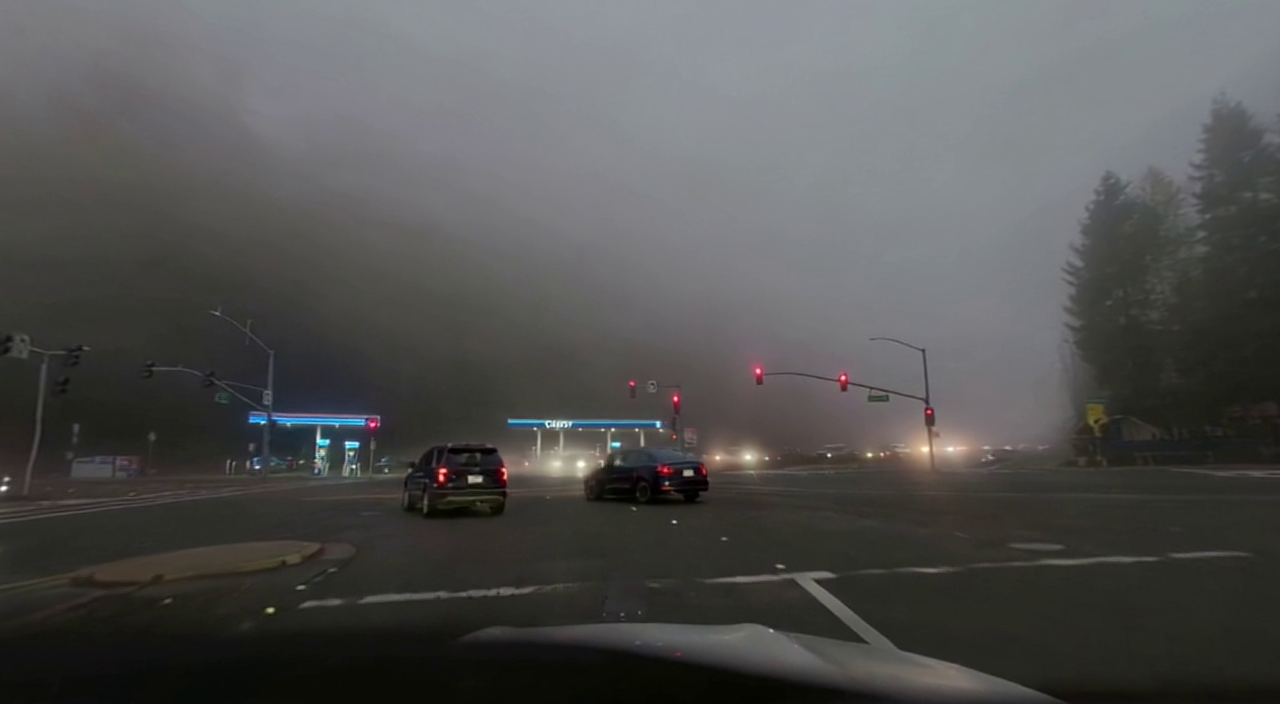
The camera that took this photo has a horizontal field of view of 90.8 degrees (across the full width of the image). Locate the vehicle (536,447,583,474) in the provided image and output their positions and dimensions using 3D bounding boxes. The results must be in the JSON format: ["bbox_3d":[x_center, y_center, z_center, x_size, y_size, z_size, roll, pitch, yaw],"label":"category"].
[{"bbox_3d":[-6.004,8.161,47.961,2.517,1.875,5.774,-1,-9,3],"label":"vehicle"}]

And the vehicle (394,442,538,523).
[{"bbox_3d":[-4.623,3.213,16.305,2.351,1.733,4.616,5,-10,-31],"label":"vehicle"}]

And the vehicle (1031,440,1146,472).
[{"bbox_3d":[26.237,6.118,37.183,4.952,1.745,2.184,-3,-9,15],"label":"vehicle"}]

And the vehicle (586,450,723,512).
[{"bbox_3d":[0.224,3.514,17.848,1.965,1.460,4.581,4,-10,-26],"label":"vehicle"}]
